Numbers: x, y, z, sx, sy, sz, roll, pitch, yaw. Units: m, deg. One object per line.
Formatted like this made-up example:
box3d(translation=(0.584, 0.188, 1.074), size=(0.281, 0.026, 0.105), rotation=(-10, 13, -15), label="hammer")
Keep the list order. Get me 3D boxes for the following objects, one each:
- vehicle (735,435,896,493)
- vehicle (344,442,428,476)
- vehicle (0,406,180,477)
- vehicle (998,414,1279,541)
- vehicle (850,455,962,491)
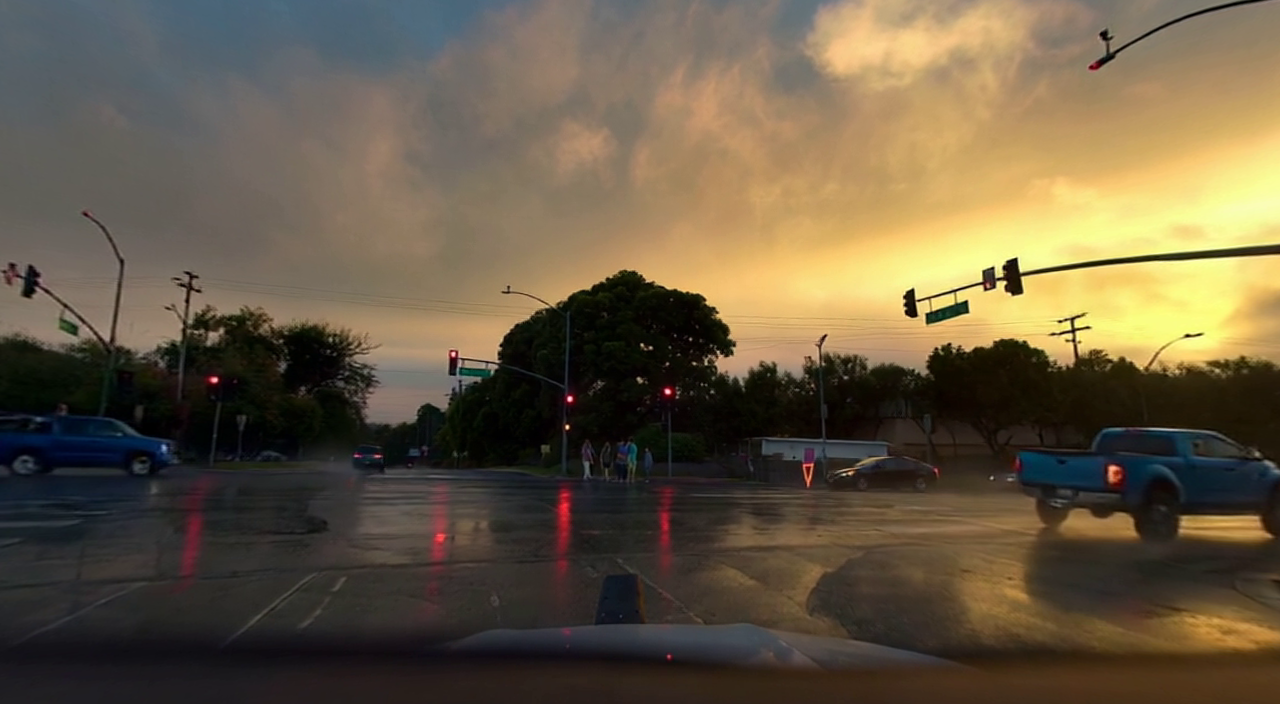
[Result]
box3d(translation=(6.684, 4.288, 24.308), size=(5.535, 1.896, 2.170), rotation=(3, -9, -6), label="vehicle")
box3d(translation=(-12.743, 5.386, 31.951), size=(1.964, 1.525, 4.750), rotation=(0, -9, 5), label="vehicle")
box3d(translation=(-18.327, 2.845, 19.877), size=(2.243, 2.011, 5.631), rotation=(-7, -11, 41), label="vehicle")
box3d(translation=(11.745, 2.742, 14.339), size=(5.978, 2.400, 2.851), rotation=(3, -9, -19), label="vehicle")
box3d(translation=(12.590, 5.745, 29.986), size=(4.537, 1.608, 1.827), rotation=(1, -9, -5), label="vehicle")
